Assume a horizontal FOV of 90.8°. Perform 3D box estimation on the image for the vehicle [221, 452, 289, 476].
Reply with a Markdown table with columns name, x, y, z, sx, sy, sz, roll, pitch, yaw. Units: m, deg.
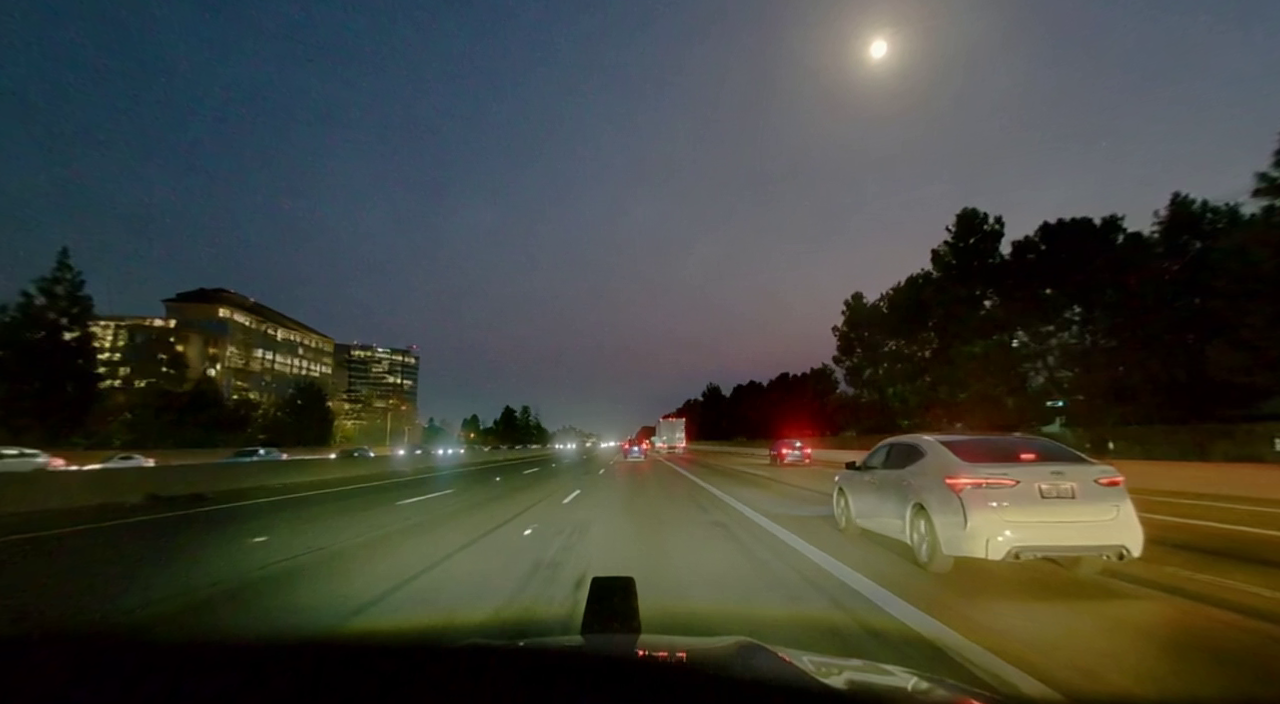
| name | x | y | z | sx | sy | sz | roll | pitch | yaw |
| --- | --- | --- | --- | --- | --- | --- | --- | --- | --- |
| vehicle | -25.299 | 7.330 | 41.697 | 1.818 | 1.454 | 4.326 | 0 | -8 | -1 |

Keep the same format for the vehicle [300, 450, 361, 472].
| name | x | y | z | sx | sy | sz | roll | pitch | yaw |
| --- | --- | --- | --- | --- | --- | --- | --- | --- | --- |
| vehicle | -22.187 | 7.825 | 45.508 | 1.986 | 1.484 | 4.683 | 0 | -8 | 0 |

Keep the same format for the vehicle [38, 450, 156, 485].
| name | x | y | z | sx | sy | sz | roll | pitch | yaw |
| --- | --- | --- | --- | --- | --- | --- | --- | --- | --- |
| vehicle | -29.648 | 6.291 | 34.786 | 1.918 | 1.727 | 5.141 | 0 | -8 | 0 |

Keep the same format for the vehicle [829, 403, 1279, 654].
| name | x | y | z | sx | sy | sz | roll | pitch | yaw |
| --- | --- | --- | --- | --- | --- | --- | --- | --- | --- |
| vehicle | 3.589 | 1.451 | 6.299 | 1.950 | 1.596 | 4.326 | 0 | -8 | -1 |

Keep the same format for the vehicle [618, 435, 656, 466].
| name | x | y | z | sx | sy | sz | roll | pitch | yaw |
| --- | --- | --- | --- | --- | --- | --- | --- | --- | --- |
| vehicle | -0.228 | 6.385 | 41.046 | 2.297 | 1.912 | 4.355 | 0 | -8 | -1 |
